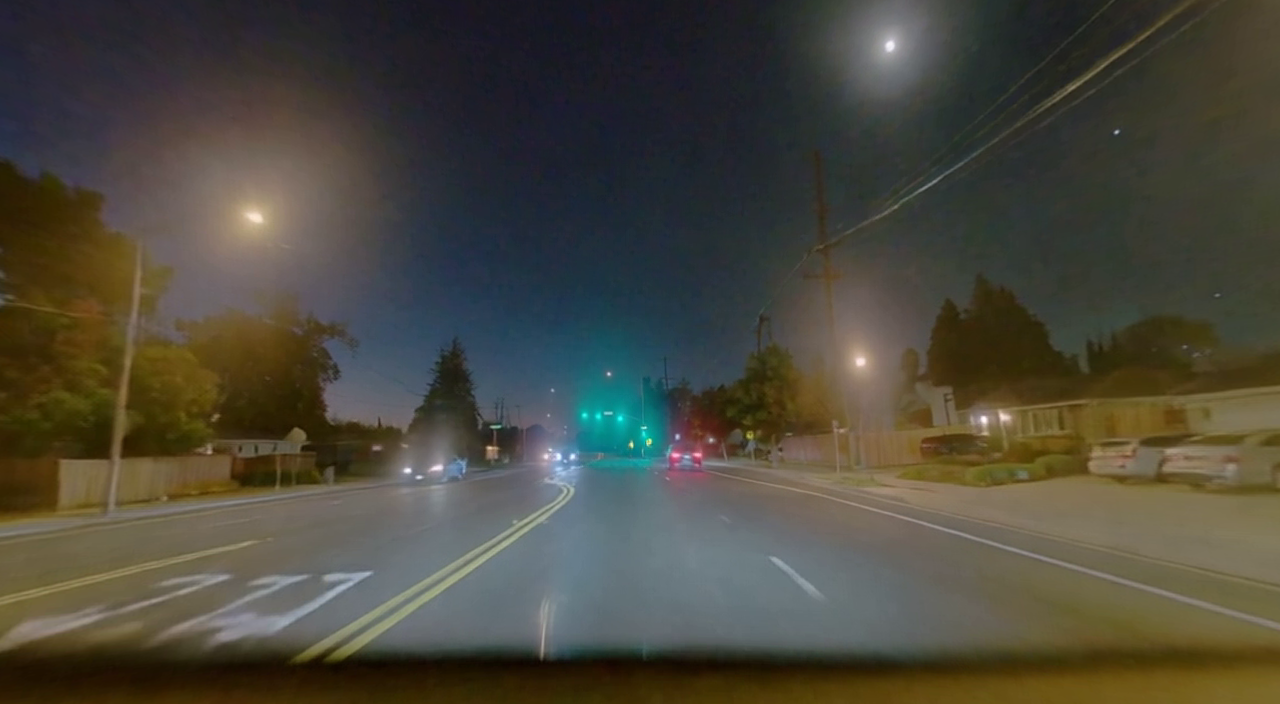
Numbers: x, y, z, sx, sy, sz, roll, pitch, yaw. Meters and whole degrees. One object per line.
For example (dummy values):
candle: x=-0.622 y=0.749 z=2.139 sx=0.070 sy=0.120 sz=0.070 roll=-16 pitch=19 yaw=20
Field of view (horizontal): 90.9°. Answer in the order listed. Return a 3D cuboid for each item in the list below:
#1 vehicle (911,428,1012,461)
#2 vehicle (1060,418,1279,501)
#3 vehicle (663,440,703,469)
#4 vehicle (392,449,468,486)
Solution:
vehicle: x=18.184 y=5.255 z=35.685 sx=4.766 sy=1.493 sz=2.076 roll=-9 pitch=-11 yaw=30
vehicle: x=12.192 y=2.405 z=14.478 sx=1.970 sy=1.561 sz=4.725 roll=-2 pitch=-9 yaw=3
vehicle: x=2.891 y=6.998 z=43.212 sx=2.144 sy=1.843 sz=4.827 roll=0 pitch=-9 yaw=-3
vehicle: x=-9.858 y=5.432 z=29.990 sx=2.050 sy=1.536 sz=4.537 roll=-2 pitch=-9 yaw=1
